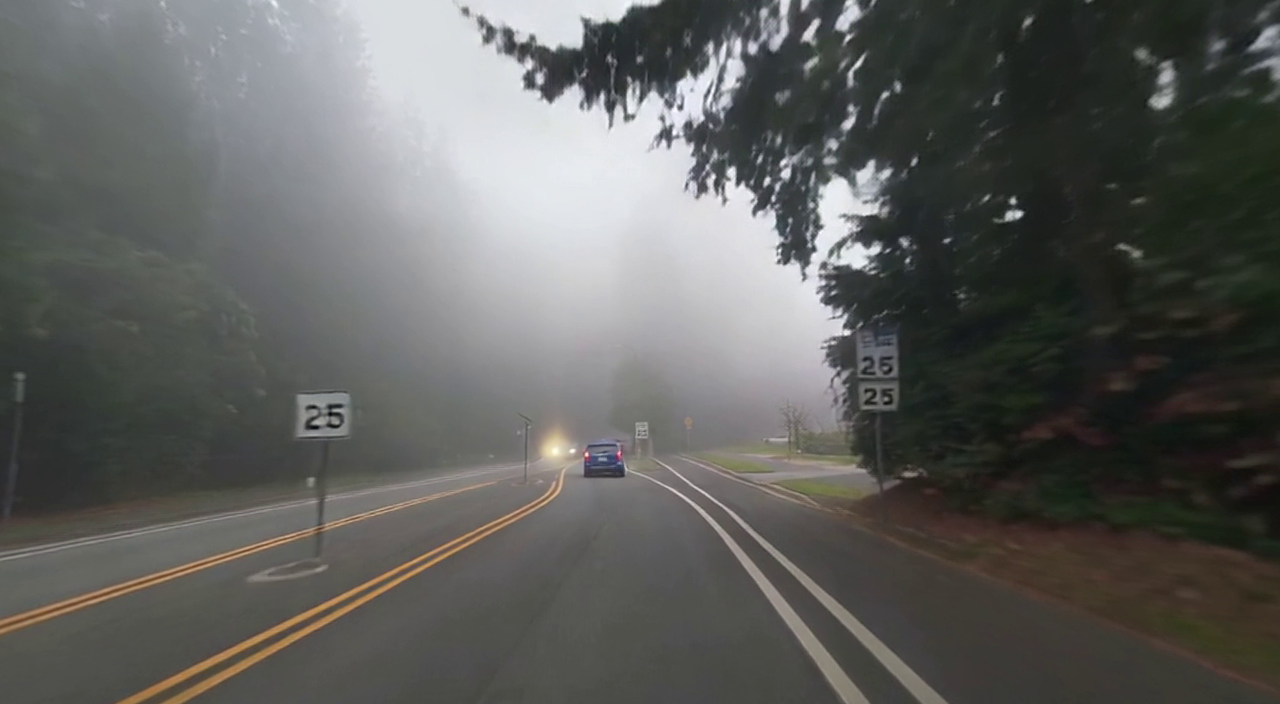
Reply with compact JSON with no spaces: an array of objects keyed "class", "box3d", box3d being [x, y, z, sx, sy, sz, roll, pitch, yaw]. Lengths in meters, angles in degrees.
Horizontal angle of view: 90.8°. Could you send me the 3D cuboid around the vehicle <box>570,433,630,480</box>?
[{"class":"vehicle","box3d":[-1.615,4.186,25.410,2.216,1.708,4.110,1,-9,-4]}]
